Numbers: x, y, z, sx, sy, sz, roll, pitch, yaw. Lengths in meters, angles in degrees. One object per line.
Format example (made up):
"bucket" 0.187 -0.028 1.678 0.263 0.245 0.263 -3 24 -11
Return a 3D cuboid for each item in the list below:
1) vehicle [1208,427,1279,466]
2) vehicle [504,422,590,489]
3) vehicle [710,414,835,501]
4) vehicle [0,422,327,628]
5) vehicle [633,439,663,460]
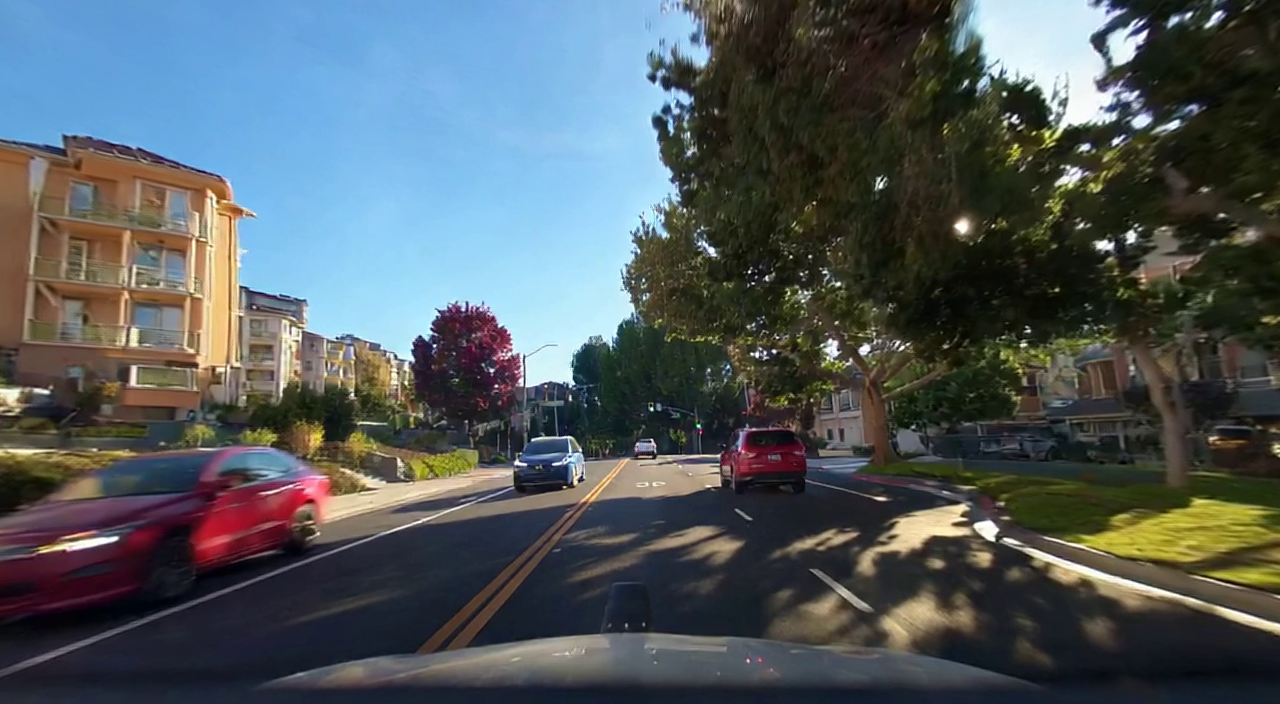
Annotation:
"vehicle" 27.671 4.045 27.256 4.251 1.597 2.132 -8 -10 35
"vehicle" -2.932 3.428 21.139 2.110 1.936 5.020 0 -8 0
"vehicle" 3.161 2.666 16.255 2.130 1.863 4.844 0 -8 0
"vehicle" -6.069 1.868 7.846 2.143 1.819 4.292 0 -8 -1
"vehicle" 0.561 7.090 45.848 2.097 1.463 4.043 0 -8 0
